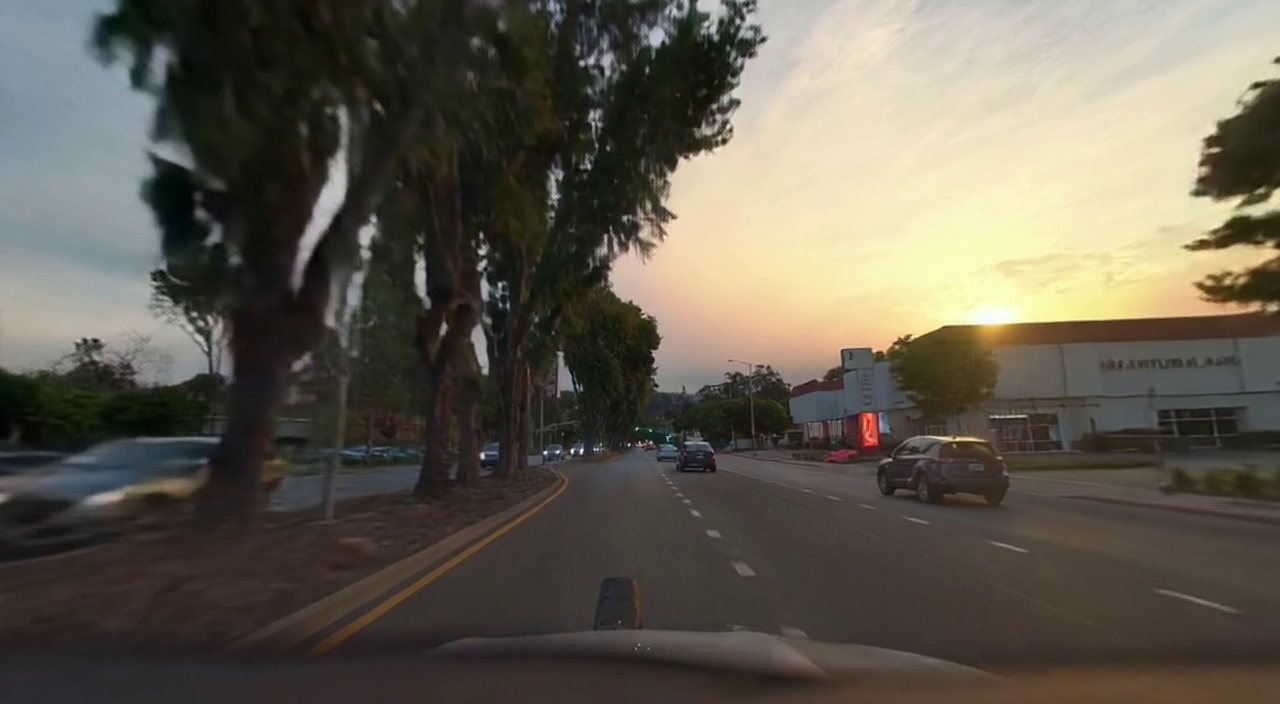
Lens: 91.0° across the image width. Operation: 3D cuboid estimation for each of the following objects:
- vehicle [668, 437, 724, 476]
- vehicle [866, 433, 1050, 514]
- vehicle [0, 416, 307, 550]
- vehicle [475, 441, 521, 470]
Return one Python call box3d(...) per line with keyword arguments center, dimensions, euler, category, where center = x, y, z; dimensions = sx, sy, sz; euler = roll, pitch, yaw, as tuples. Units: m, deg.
box3d(center=(2.558, 4.897, 29.716), dimensions=(2.161, 1.676, 4.151), euler=(1, -9, -2), category="vehicle")
box3d(center=(6.831, 2.636, 14.127), dimensions=(1.886, 1.528, 4.169), euler=(0, -9, -1), category="vehicle")
box3d(center=(-9.063, 2.342, 12.072), dimensions=(2.234, 1.922, 5.699), euler=(0, -9, 0), category="vehicle")
box3d(center=(-9.560, 6.994, 42.801), dimensions=(2.118, 1.838, 4.737), euler=(0, -9, -1), category="vehicle")
